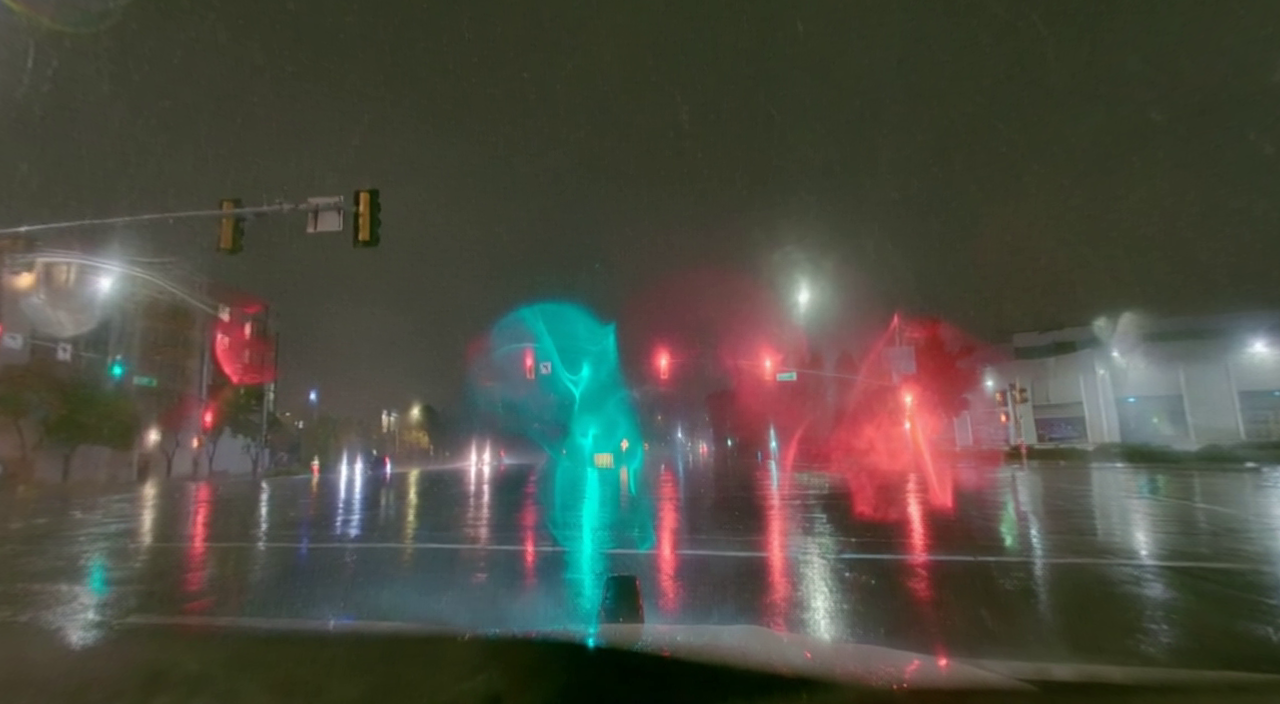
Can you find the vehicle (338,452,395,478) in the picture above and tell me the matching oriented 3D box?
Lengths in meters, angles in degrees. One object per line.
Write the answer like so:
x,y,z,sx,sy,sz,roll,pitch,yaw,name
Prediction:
-18.834,7.799,43.761,1.933,1.664,4.255,0,-9,1,vehicle
